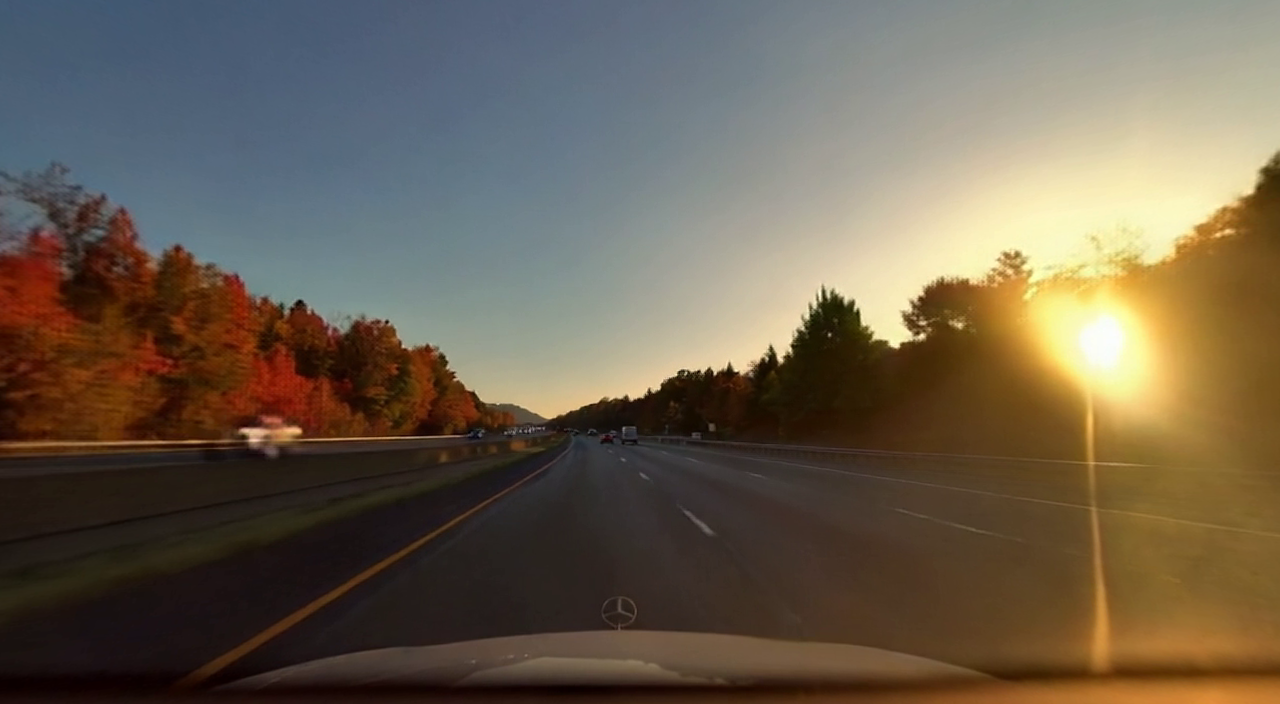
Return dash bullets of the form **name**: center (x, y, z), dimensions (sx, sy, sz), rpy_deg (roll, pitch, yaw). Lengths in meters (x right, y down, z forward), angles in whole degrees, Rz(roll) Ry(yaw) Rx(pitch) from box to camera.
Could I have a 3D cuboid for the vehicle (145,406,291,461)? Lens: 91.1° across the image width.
- **vehicle**: center (-14.800, 2.918, 22.480), dimensions (2.119, 1.735, 4.729), rpy_deg (0, -8, -3)
